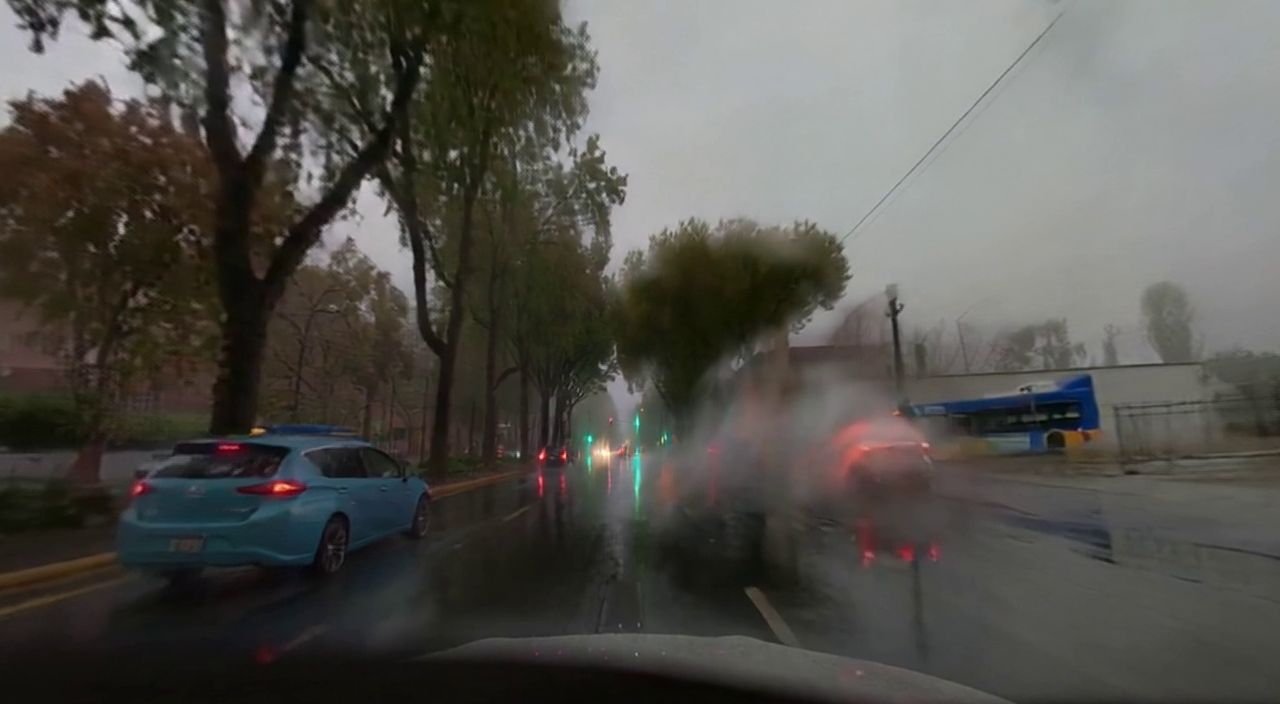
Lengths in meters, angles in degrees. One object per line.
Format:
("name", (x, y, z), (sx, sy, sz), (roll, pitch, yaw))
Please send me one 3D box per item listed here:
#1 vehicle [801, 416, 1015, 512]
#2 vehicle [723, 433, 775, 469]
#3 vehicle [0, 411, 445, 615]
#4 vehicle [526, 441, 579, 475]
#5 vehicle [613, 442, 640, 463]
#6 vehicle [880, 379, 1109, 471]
("vehicle", (5.913, 2.601, 15.193), (2.390, 1.816, 6.050), (0, -9, -1))
("vehicle", (5.868, 5.417, 34.597), (1.945, 1.829, 4.305), (0, -9, -2))
("vehicle", (-3.870, 1.554, 7.075), (1.995, 1.524, 4.438), (0, -9, 0))
("vehicle", (-4.118, 5.063, 30.424), (1.934, 1.522, 4.287), (0, -9, 0))
("vehicle", (-1.020, 7.589, 47.814), (1.999, 1.520, 3.896), (0, -9, -1))
("vehicle", (14.816, 3.095, 26.890), (7.722, 2.908, 3.067), (-6, -7, -4))
